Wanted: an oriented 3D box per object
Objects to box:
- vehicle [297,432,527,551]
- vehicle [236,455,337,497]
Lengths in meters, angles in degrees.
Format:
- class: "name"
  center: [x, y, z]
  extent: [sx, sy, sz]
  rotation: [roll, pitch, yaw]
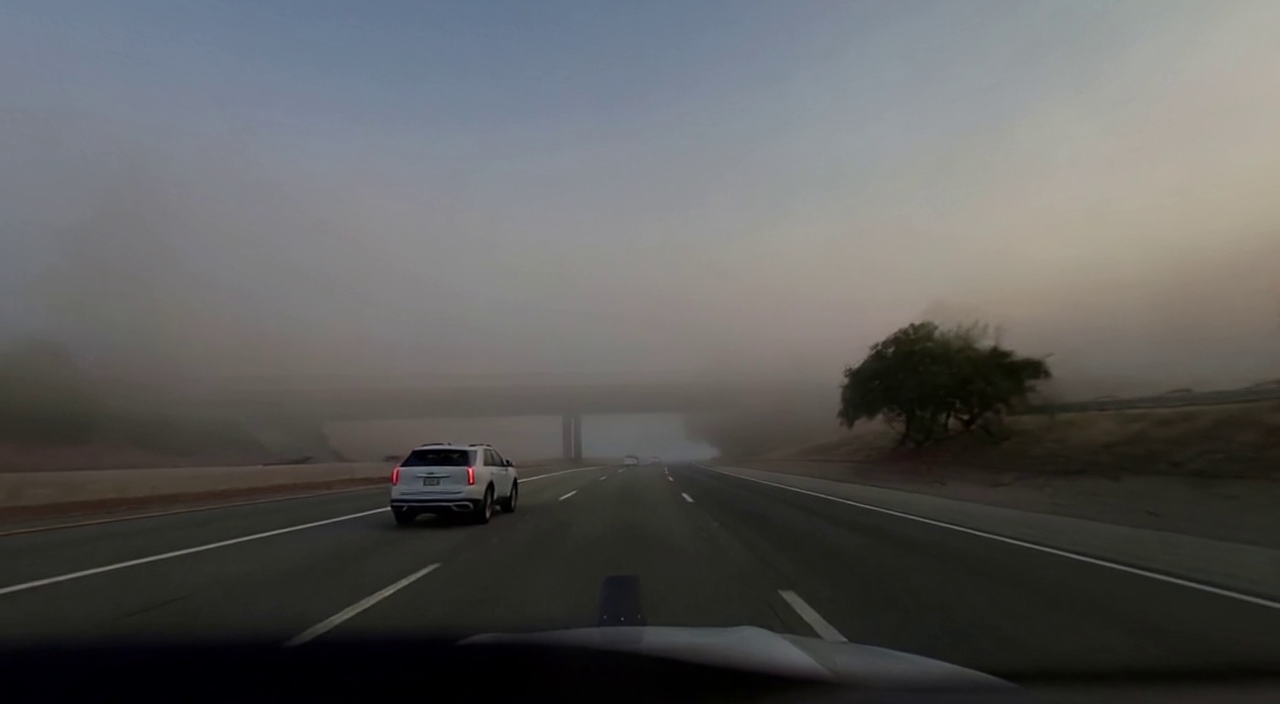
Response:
- class: "vehicle"
  center: [-3.605, 2.328, 11.233]
  extent: [2.274, 1.628, 4.807]
  rotation: [0, -9, 0]
- class: "vehicle"
  center: [-16.219, 5.682, 29.280]
  extent: [1.969, 1.759, 4.607]
  rotation: [0, -9, 0]
